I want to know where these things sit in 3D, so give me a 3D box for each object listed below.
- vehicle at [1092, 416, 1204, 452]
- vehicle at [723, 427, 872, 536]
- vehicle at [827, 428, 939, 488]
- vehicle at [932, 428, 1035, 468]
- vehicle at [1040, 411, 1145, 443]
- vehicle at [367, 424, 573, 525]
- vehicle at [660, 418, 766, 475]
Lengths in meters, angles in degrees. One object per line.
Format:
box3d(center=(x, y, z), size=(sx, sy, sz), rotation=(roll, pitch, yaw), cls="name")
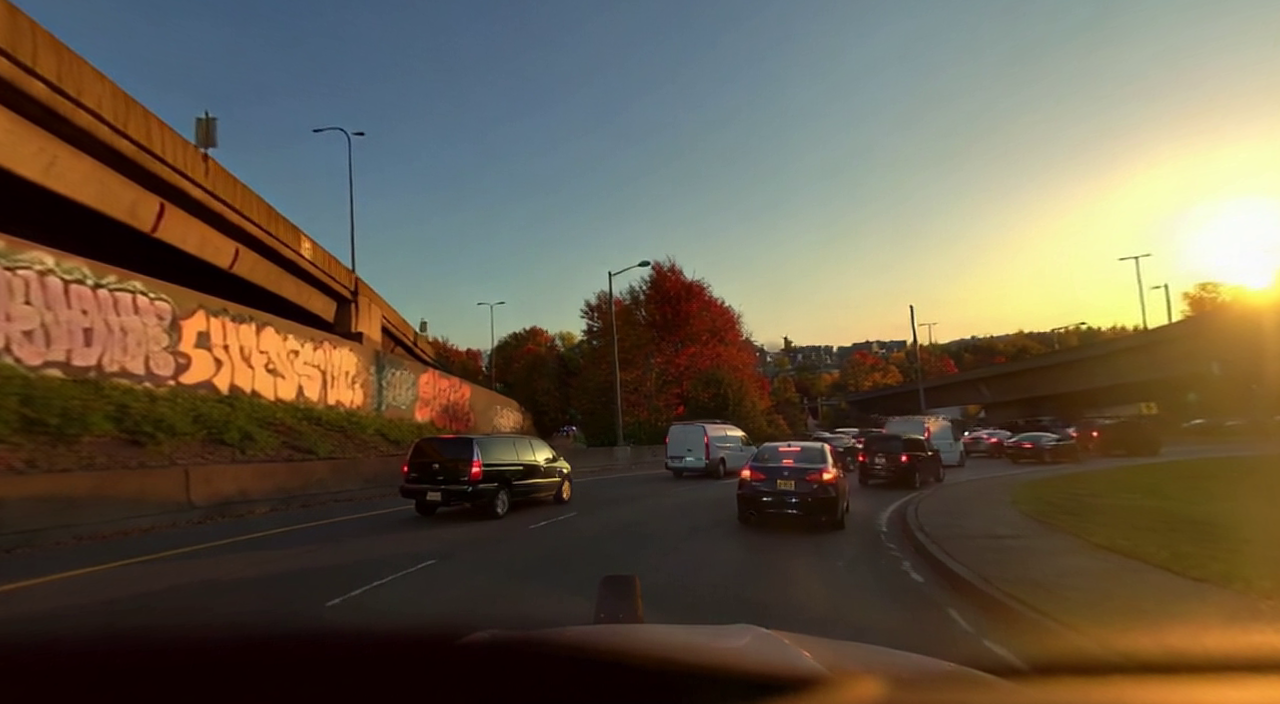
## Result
box3d(center=(22.523, 3.677, 27.805), size=(3.934, 1.485, 1.763), rotation=(3, -10, -15), cls="vehicle")
box3d(center=(2.900, 2.147, 10.921), size=(2.064, 1.515, 3.722), rotation=(-4, -9, 20), cls="vehicle")
box3d(center=(7.233, 3.081, 18.413), size=(1.830, 1.519, 4.253), rotation=(-7, -11, 37), cls="vehicle")
box3d(center=(13.546, 3.768, 24.664), size=(3.902, 1.446, 1.780), rotation=(5, -11, -33), cls="vehicle")
box3d(center=(24.109, 4.036, 33.447), size=(4.309, 1.613, 1.909), rotation=(1, -9, -10), cls="vehicle")
box3d(center=(-2.959, 2.259, 12.015), size=(1.921, 1.554, 4.081), rotation=(-3, -9, 16), cls="vehicle")
box3d(center=(2.656, 3.358, 22.243), size=(1.835, 1.825, 4.005), rotation=(-8, -11, 39), cls="vehicle")
